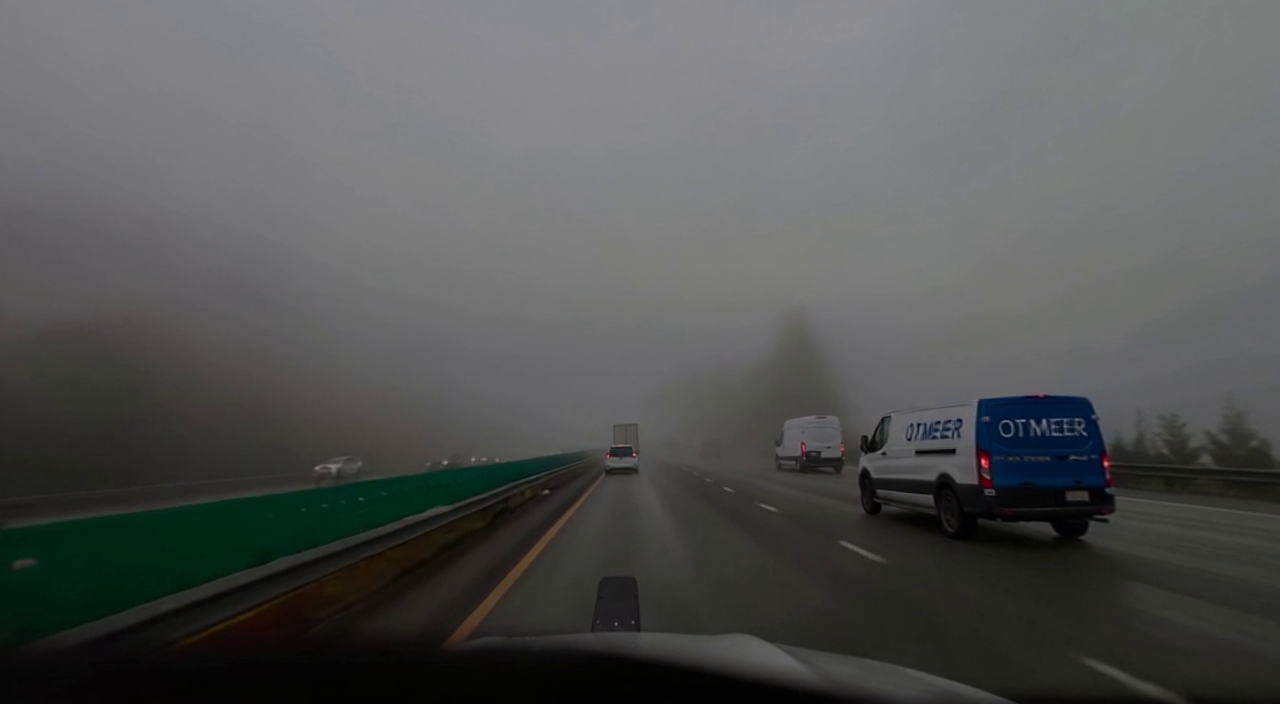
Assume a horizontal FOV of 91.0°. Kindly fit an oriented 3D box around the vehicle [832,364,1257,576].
[{"bbox_3d":[4.673,1.476,8.644,2.223,2.008,5.121,0,-8,-3],"label":"vehicle"}]

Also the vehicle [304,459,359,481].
[{"bbox_3d":[-22.429,8.648,45.924,1.889,1.501,4.156,0,-12,0],"label":"vehicle"}]

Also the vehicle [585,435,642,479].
[{"bbox_3d":[-1.032,4.170,25.289,2.100,1.636,3.620,0,-8,-2],"label":"vehicle"}]

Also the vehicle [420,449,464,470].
[{"bbox_3d":[-14.813,8.051,47.414,1.876,1.451,4.620,-1,-8,-1],"label":"vehicle"}]
